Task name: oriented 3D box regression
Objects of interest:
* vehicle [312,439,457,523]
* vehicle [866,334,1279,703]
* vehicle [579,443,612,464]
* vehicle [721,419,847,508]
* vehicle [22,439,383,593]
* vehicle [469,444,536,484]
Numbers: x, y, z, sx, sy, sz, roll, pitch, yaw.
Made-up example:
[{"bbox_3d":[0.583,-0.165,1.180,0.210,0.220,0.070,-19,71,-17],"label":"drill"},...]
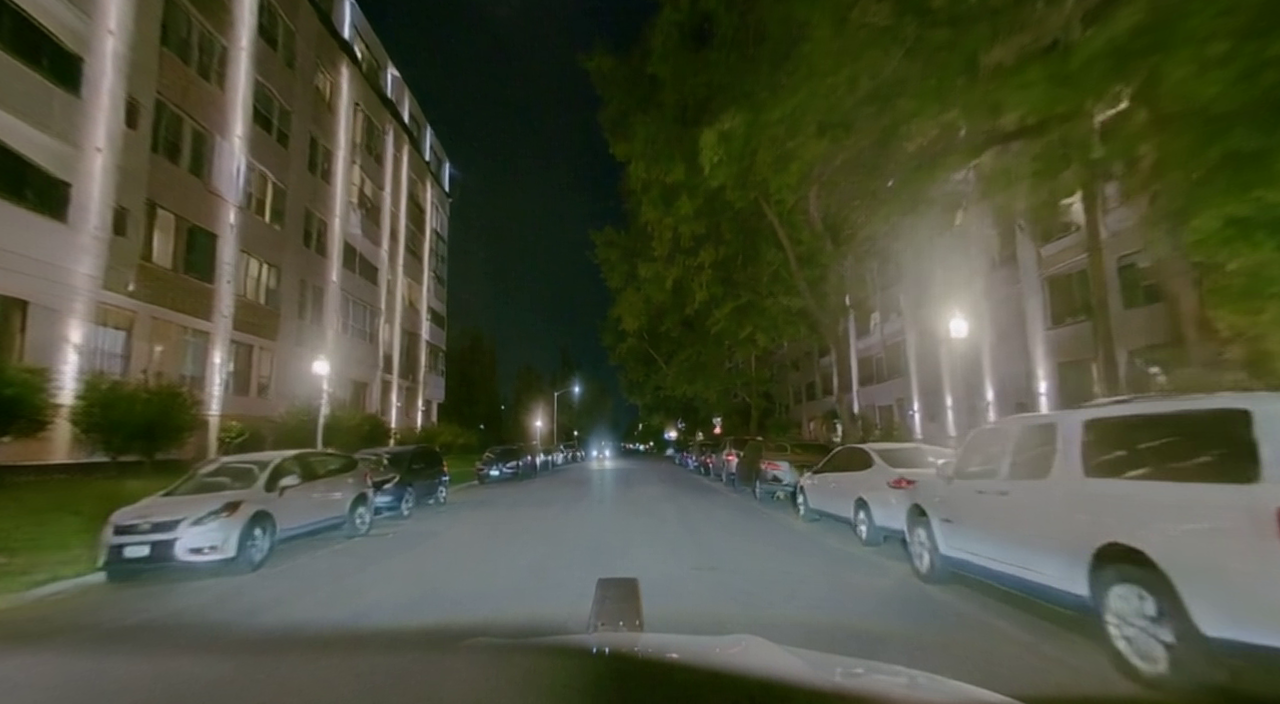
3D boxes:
[{"bbox_3d":[-5.201,2.638,13.403,1.628,1.504,3.500,0,-9,-1],"label":"vehicle"},{"bbox_3d":[3.551,1.114,4.506,1.912,1.781,5.159,0,-9,0],"label":"vehicle"},{"bbox_3d":[-3.296,7.624,47.532,1.939,1.504,4.121,-1,-9,3],"label":"vehicle"},{"bbox_3d":[3.301,2.684,15.608,1.835,1.809,4.997,0,-9,-1],"label":"vehicle"},{"bbox_3d":[-5.269,1.969,8.584,1.711,1.500,4.510,0,-9,-1],"label":"vehicle"},{"bbox_3d":[-5.517,4.516,25.889,1.647,1.481,4.433,0,-9,1],"label":"vehicle"}]
